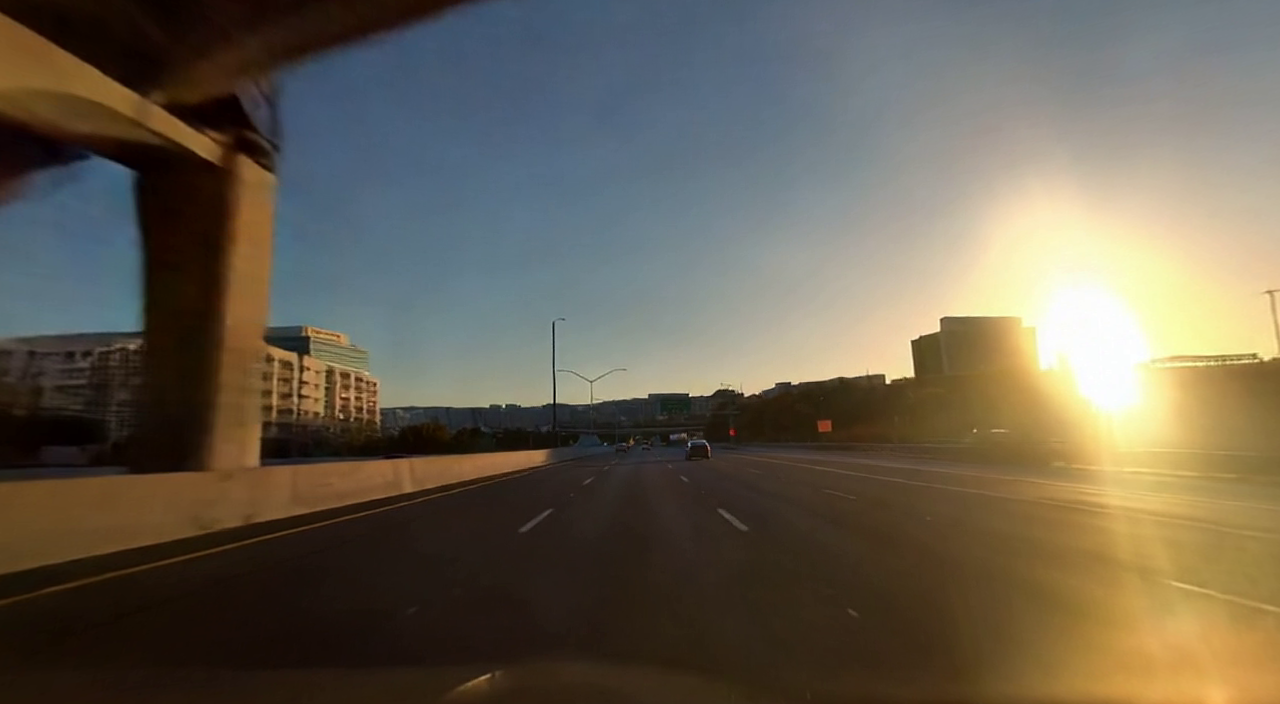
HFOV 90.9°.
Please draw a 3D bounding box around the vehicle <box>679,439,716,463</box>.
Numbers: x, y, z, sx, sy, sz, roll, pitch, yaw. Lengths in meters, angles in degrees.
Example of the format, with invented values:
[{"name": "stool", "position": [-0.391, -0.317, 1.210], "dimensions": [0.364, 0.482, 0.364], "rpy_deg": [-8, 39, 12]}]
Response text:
[{"name": "vehicle", "position": [3.679, 6.443, 41.189], "dimensions": [1.949, 1.515, 4.374], "rpy_deg": [0, -8, -1]}]
